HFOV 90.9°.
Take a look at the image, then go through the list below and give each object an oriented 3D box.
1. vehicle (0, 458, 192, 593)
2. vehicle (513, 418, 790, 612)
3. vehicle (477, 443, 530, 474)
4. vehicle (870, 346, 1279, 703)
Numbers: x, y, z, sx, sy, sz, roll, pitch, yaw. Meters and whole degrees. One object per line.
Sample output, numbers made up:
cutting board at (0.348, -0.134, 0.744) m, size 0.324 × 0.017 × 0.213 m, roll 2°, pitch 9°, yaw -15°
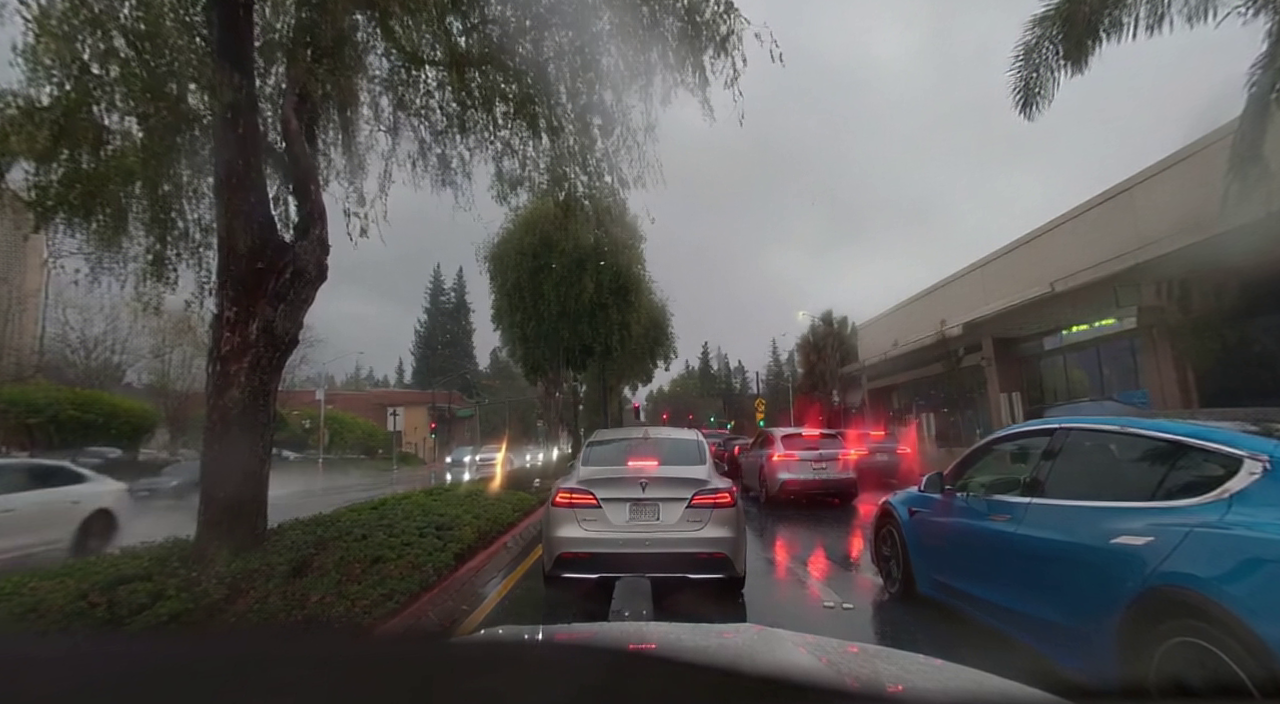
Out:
vehicle at (-7.951, 1.990, 7.395) m, size 2.089 × 1.381 × 4.477 m, roll 0°, pitch -8°, yaw 0°
vehicle at (0.101, 1.555, 6.911) m, size 2.137 × 1.488 × 3.938 m, roll 0°, pitch -8°, yaw 0°
vehicle at (-7.678, 6.011, 35.883) m, size 1.999 × 1.662 × 4.291 m, roll 0°, pitch -8°, yaw 1°
vehicle at (3.186, 1.033, 3.625) m, size 2.038 × 1.651 × 4.455 m, roll 0°, pitch -8°, yaw 0°
